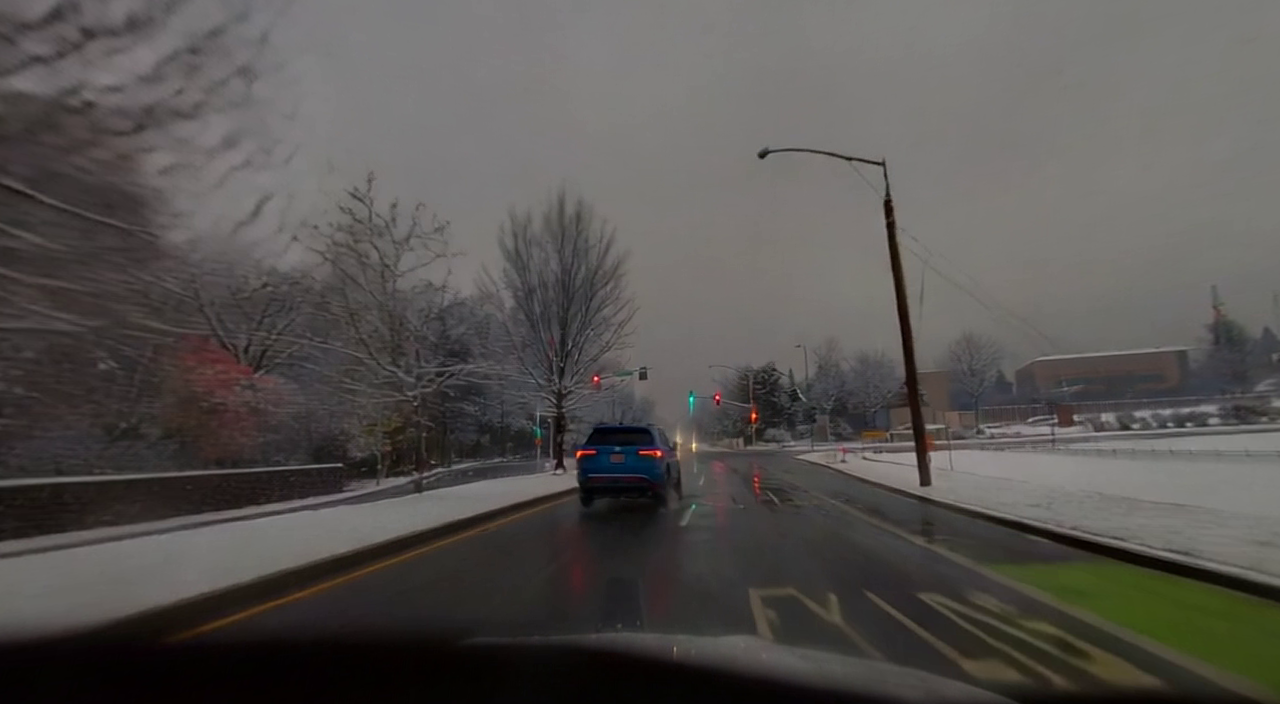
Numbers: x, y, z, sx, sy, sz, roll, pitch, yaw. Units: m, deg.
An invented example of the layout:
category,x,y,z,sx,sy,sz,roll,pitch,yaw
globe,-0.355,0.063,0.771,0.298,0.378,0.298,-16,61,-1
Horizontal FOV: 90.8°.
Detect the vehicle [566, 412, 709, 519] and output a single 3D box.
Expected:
category,x,y,z,sx,sy,sz,roll,pitch,yaw
vehicle,0.183,2.283,13.148,2.339,1.790,4.629,-1,-9,7
